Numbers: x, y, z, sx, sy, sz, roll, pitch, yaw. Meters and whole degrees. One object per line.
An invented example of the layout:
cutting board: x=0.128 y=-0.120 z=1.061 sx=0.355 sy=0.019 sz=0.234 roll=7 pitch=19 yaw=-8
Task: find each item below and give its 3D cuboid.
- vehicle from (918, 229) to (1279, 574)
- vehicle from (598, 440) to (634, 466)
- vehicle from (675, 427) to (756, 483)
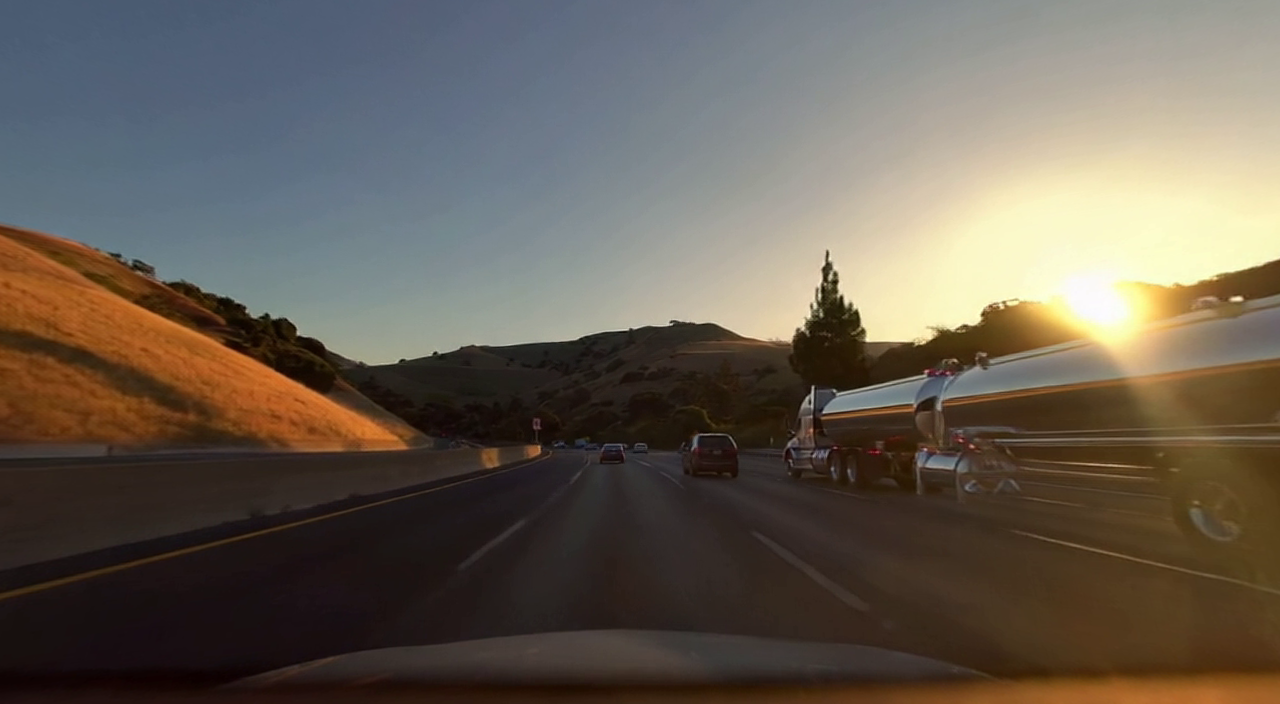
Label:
vehicle: x=7.402 y=0.821 z=8.365 sx=2.805 sy=3.212 sz=9.978 roll=0 pitch=-8 yaw=-1
vehicle: x=-1.486 y=6.051 z=37.908 sx=2.083 sy=1.477 sz=3.965 roll=0 pitch=-8 yaw=-4
vehicle: x=2.576 y=3.668 z=22.730 sx=2.098 sy=1.794 sz=4.561 roll=0 pitch=-8 yaw=-3
